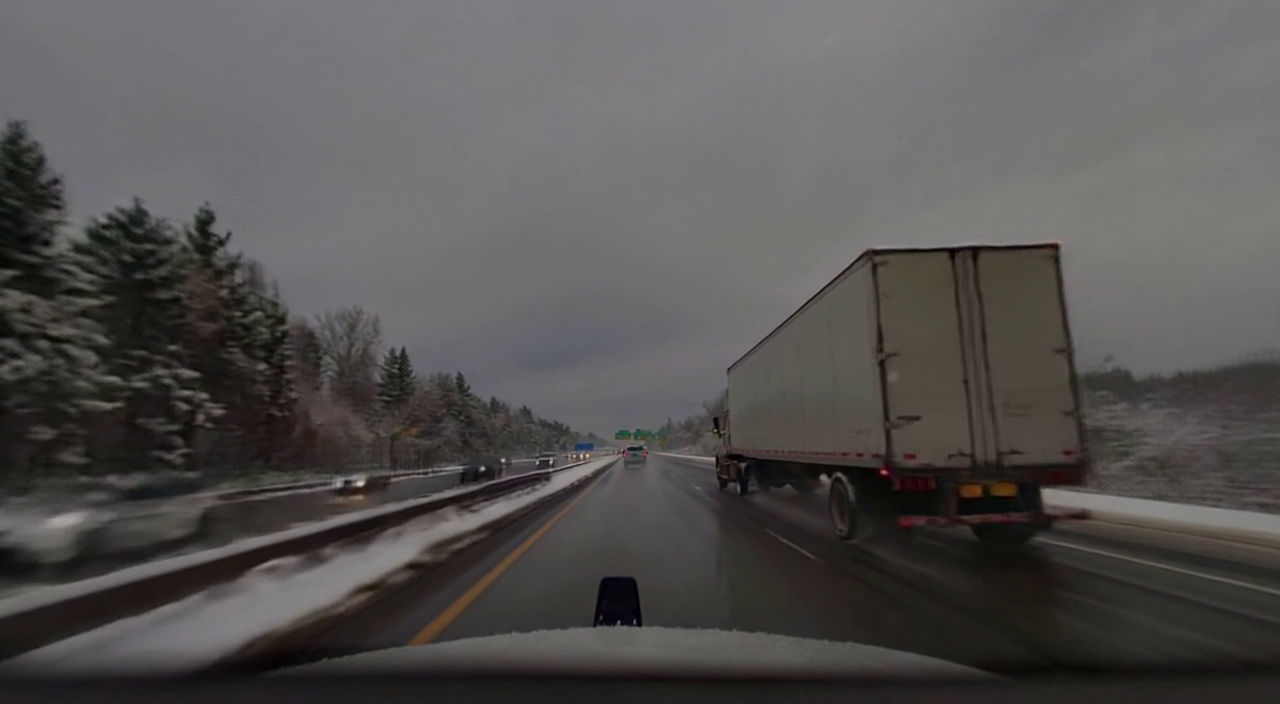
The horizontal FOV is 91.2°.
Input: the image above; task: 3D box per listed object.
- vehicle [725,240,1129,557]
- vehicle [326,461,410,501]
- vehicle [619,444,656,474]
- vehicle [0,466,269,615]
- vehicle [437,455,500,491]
[{"bbox_3d":[4.579,1.609,15.083,2.910,4.090,14.063,-1,-9,-1],"label":"vehicle"},{"bbox_3d":[-12.683,6.016,29.576,1.935,1.665,4.426,-1,-9,0],"label":"vehicle"},{"bbox_3d":[-0.184,6.633,39.122,2.168,1.705,4.272,-1,-9,-1],"label":"vehicle"},{"bbox_3d":[-8.243,2.620,9.672,2.068,1.560,4.870,-1,-9,-1],"label":"vehicle"},{"bbox_3d":[-8.707,6.154,32.207,2.041,1.631,4.366,-1,-9,0],"label":"vehicle"}]
